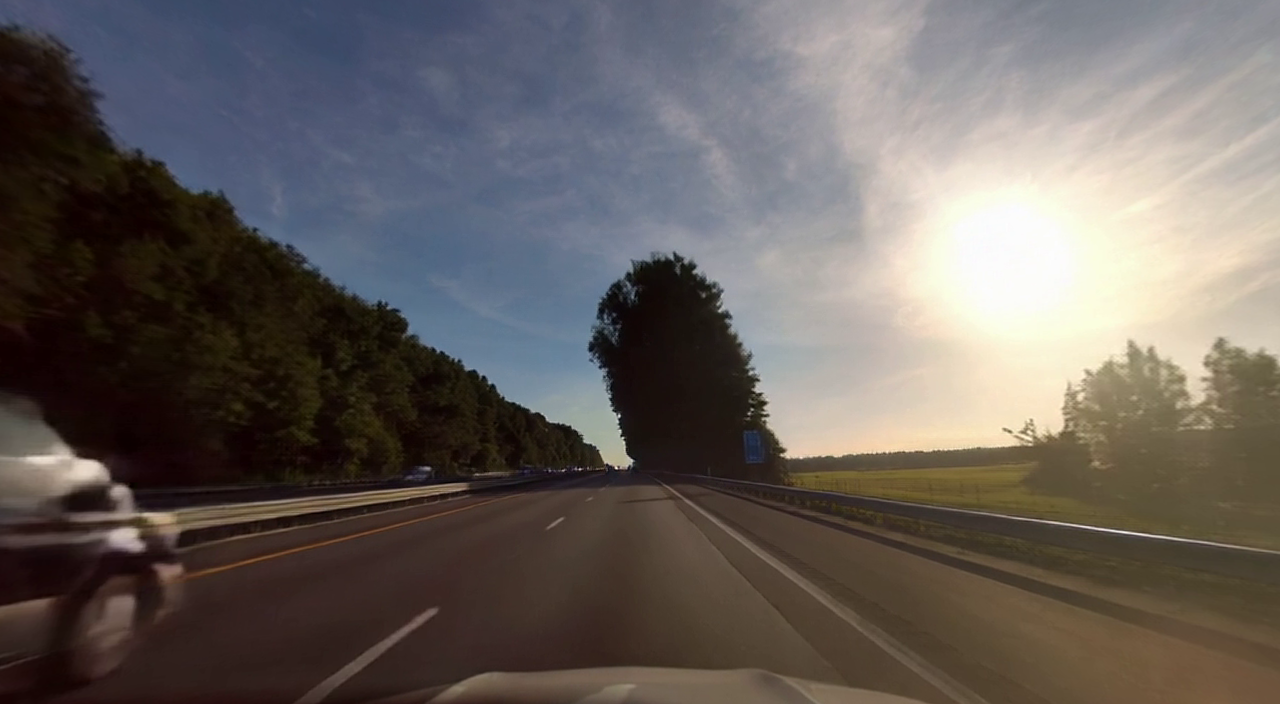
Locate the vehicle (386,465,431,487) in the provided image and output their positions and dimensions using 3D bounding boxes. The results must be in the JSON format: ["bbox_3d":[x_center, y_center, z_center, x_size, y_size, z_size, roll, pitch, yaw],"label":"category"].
[{"bbox_3d":[-17.045,9.121,46.582,1.822,1.505,3.806,1,-10,0],"label":"vehicle"}]
